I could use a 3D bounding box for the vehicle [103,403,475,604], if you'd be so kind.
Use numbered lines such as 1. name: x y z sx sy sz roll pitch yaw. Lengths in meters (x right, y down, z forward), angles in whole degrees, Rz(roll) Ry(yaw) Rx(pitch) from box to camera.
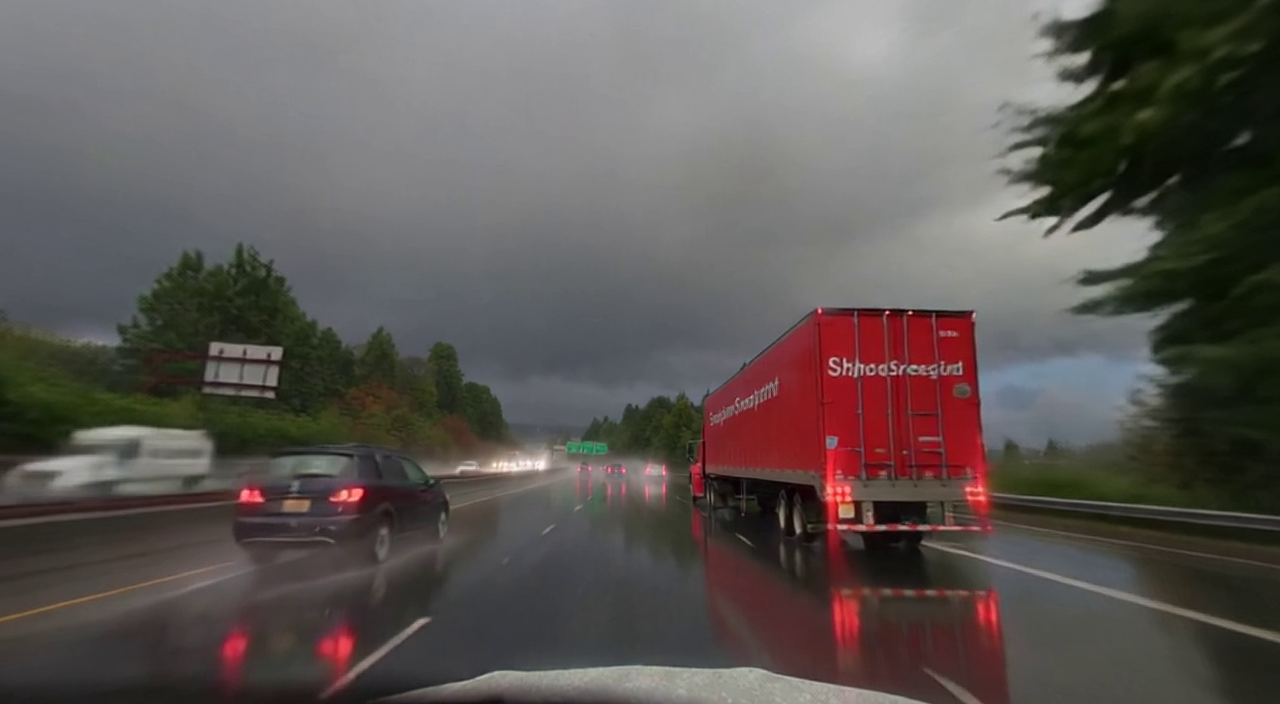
1. vehicle: -3.775 1.797 8.071 2.070 1.775 4.646 1 -11 -1

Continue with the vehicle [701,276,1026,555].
1. vehicle: 4.063 2.185 16.670 2.992 4.300 13.967 1 -11 -2

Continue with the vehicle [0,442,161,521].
1. vehicle: -13.020 2.763 13.623 1.863 1.466 4.421 1 -11 -1
